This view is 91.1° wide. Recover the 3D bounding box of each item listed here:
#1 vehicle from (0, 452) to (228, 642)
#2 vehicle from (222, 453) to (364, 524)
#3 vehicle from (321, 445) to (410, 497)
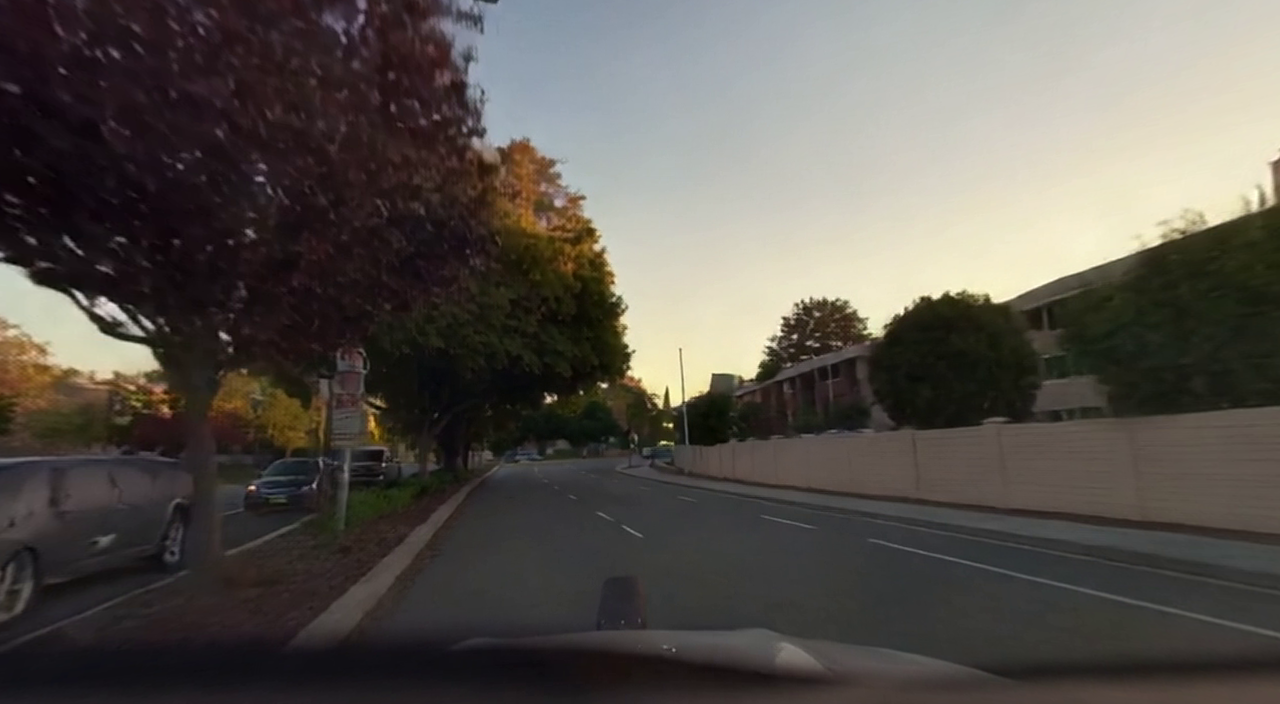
[{"bbox_3d":[-6.279,1.762,6.315,1.912,1.464,4.652,2,-9,-12],"label":"vehicle"},{"bbox_3d":[-8.548,3.339,15.964,1.888,1.476,4.286,2,-9,-11],"label":"vehicle"},{"bbox_3d":[-10.645,4.616,24.764,2.196,1.809,4.857,2,-9,-12],"label":"vehicle"}]
